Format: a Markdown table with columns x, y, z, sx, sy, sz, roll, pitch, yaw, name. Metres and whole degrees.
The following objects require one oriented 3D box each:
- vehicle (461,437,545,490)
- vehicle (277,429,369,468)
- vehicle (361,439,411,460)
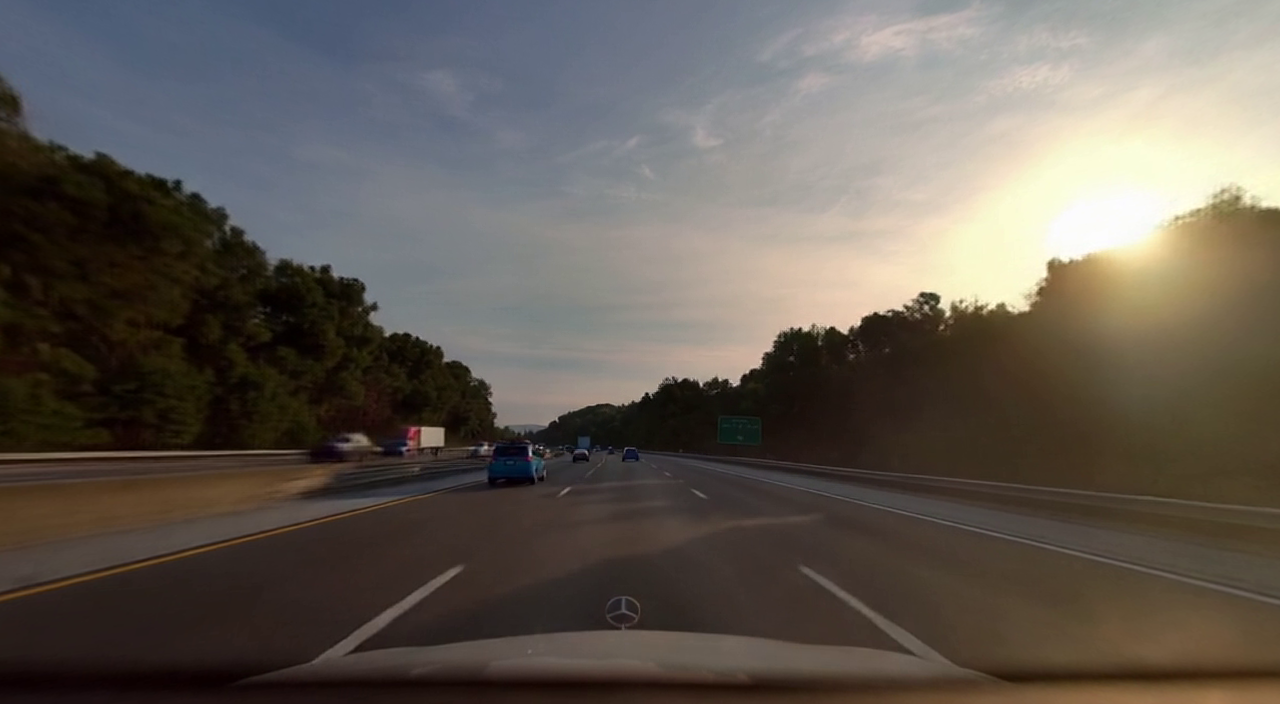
| x | y | z | sx | sy | sz | roll | pitch | yaw | name |
| --- | --- | --- | --- | --- | --- | --- | --- | --- | --- |
| -4.703 | 3.909 | 22.366 | 2.088 | 1.675 | 4.108 | 0 | -9 | 0 | vehicle |
| -13.838 | 4.249 | 27.847 | 1.899 | 1.536 | 4.263 | 0 | -9 | -1 | vehicle |
| -18.290 | 7.061 | 45.623 | 1.851 | 1.453 | 4.488 | 0 | -9 | -2 | vehicle |
